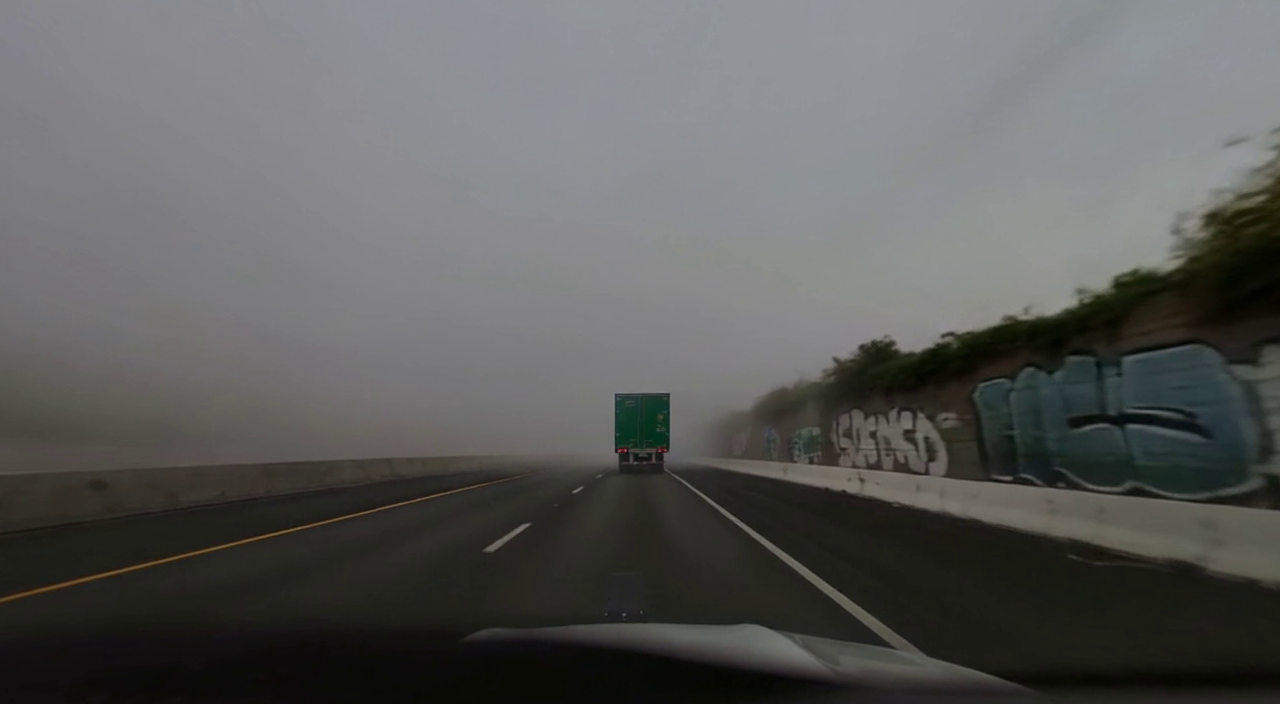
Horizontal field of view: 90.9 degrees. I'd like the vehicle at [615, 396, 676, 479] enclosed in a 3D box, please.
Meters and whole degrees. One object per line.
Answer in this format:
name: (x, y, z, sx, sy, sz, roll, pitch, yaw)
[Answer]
vehicle: (0.135, 4.902, 35.527, 2.900, 3.955, 10.151, 0, -9, -1)
